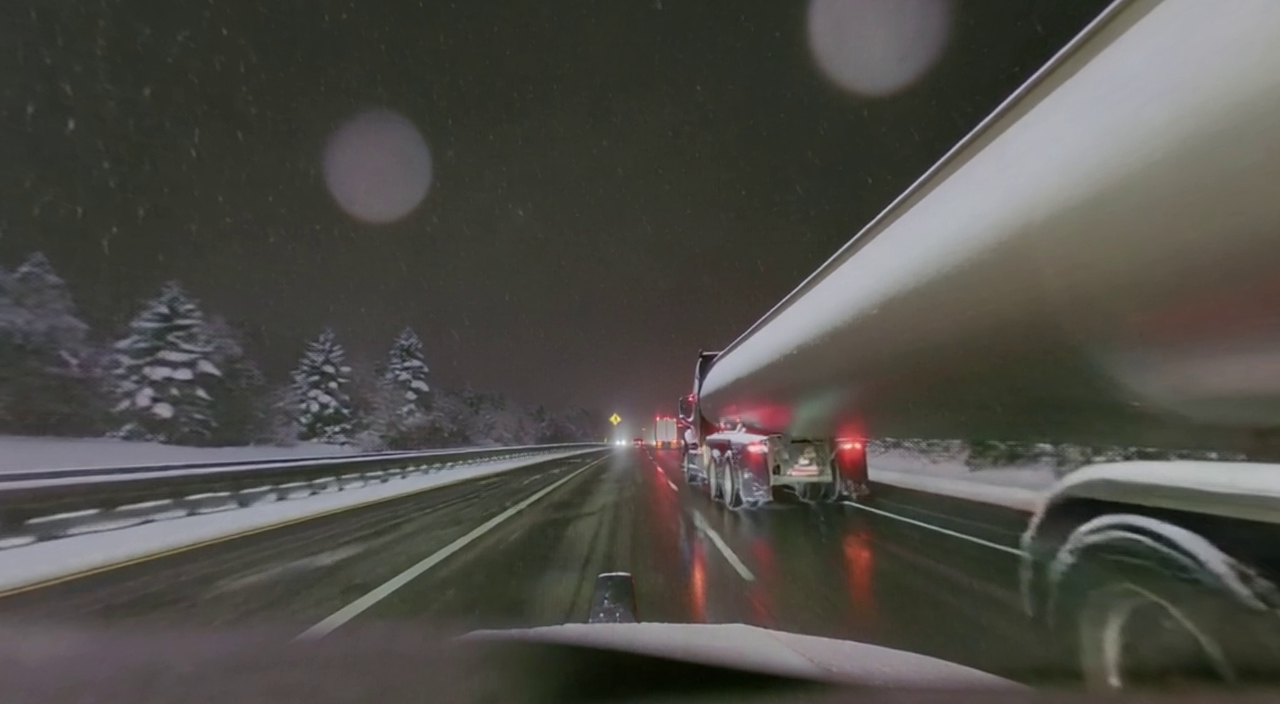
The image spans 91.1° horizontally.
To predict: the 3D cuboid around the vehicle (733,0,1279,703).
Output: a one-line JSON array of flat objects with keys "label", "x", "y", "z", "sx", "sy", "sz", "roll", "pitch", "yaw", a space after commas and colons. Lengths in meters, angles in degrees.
[{"label": "vehicle", "x": 3.096, "y": 0.073, "z": 4.475, "sx": 2.946, "sy": 3.745, "sz": 11.516, "roll": 0, "pitch": -8, "yaw": -1}]
